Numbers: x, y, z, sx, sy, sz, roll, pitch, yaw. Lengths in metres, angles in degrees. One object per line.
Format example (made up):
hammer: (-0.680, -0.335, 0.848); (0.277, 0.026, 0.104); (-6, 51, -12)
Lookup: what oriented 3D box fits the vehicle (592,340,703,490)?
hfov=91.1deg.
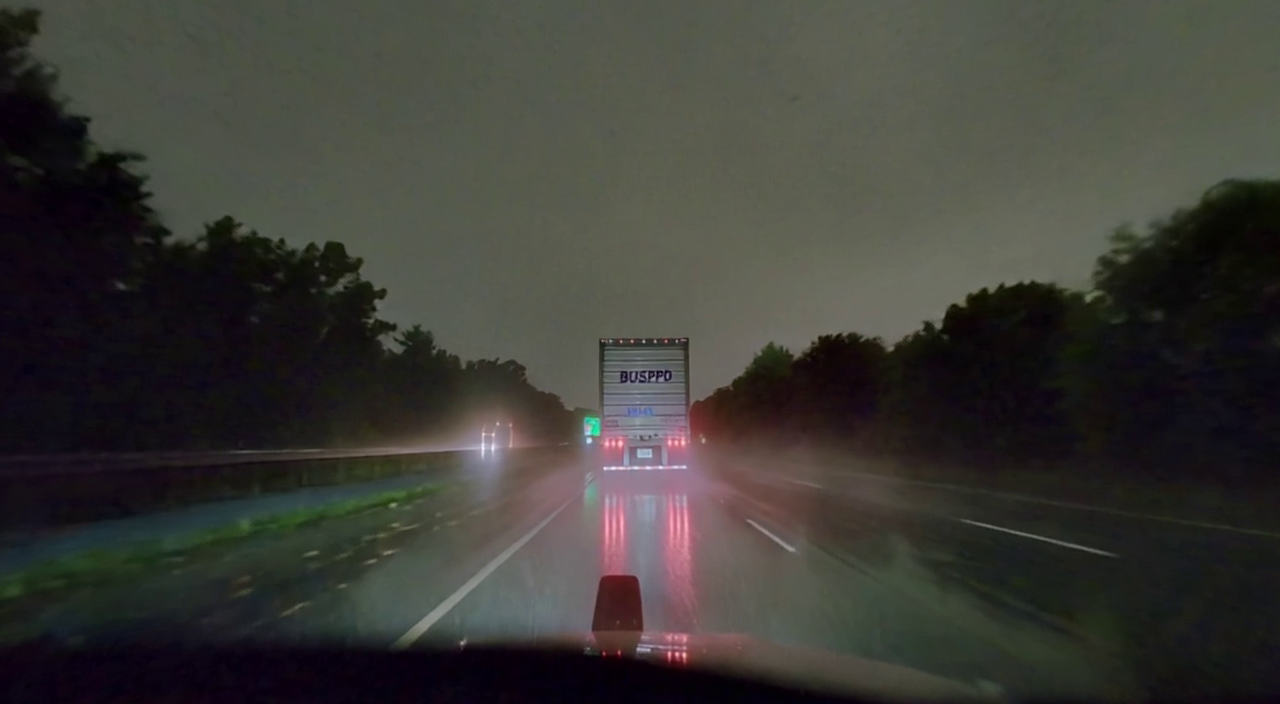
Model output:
vehicle: (0.141, 2.217, 20.803); (2.870, 3.911, 8.697); (0, -8, -1)
